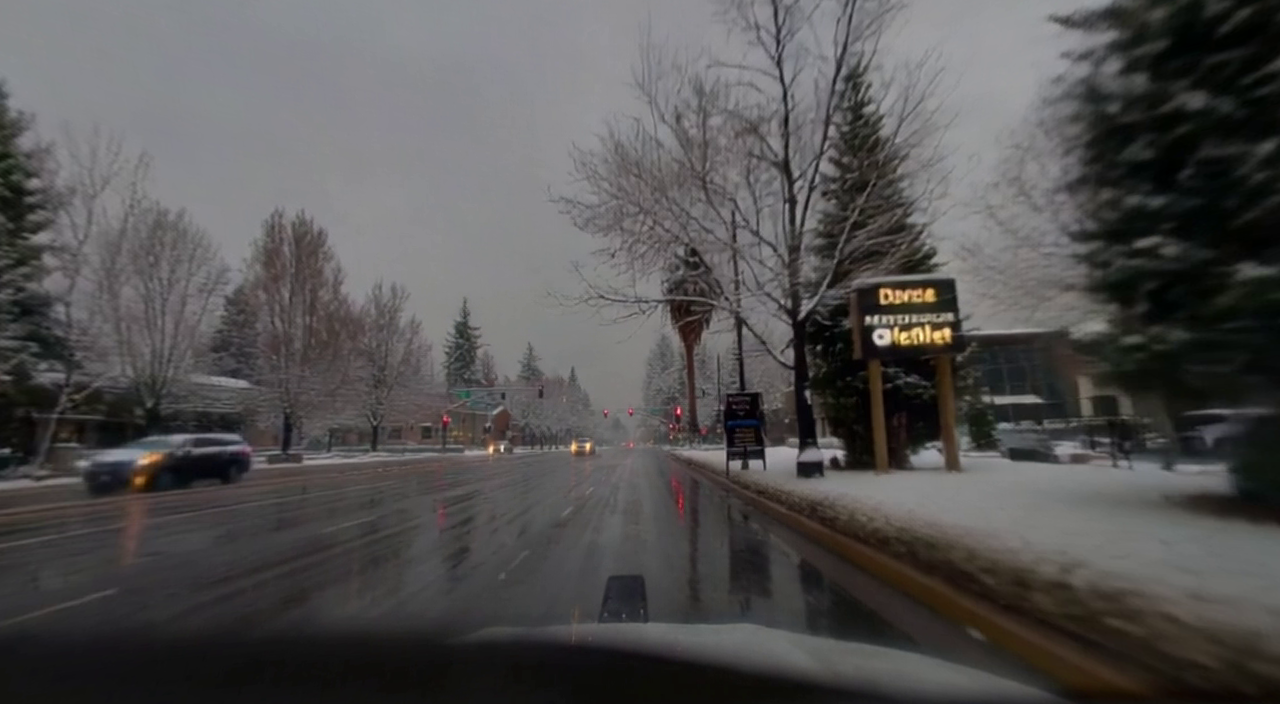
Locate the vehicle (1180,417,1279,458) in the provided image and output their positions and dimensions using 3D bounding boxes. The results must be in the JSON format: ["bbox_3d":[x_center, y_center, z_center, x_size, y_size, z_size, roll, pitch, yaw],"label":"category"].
[{"bbox_3d":[25.267,3.501,25.598,4.649,1.611,1.945,0,-8,0],"label":"vehicle"}]

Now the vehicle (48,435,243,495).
[{"bbox_3d":[-17.127,3.910,22.289,2.221,1.832,5.572,0,-8,2],"label":"vehicle"}]
